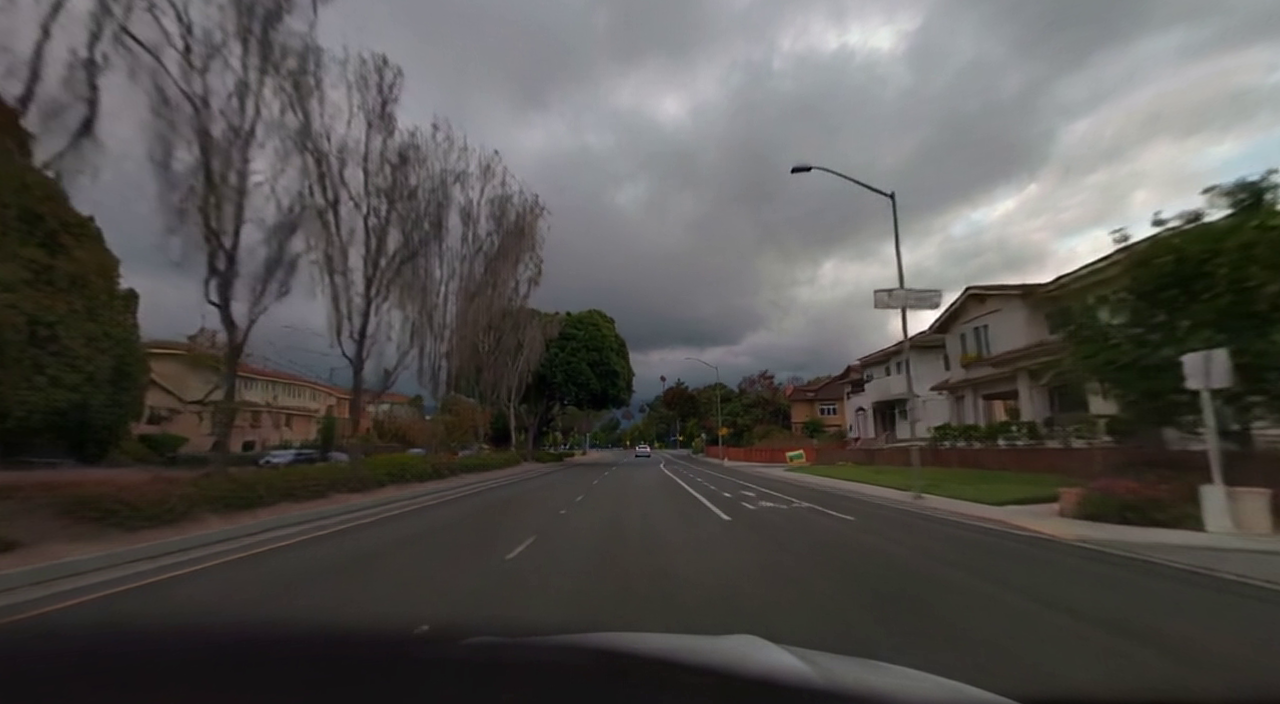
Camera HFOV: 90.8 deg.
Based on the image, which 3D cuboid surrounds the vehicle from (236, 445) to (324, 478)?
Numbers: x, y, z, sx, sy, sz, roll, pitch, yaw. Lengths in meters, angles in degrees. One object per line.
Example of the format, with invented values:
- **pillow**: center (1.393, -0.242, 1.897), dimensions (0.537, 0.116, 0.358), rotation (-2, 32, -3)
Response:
- **vehicle**: center (-19.928, 6.062, 35.264), dimensions (2.166, 1.720, 4.629), rotation (0, -8, 0)
